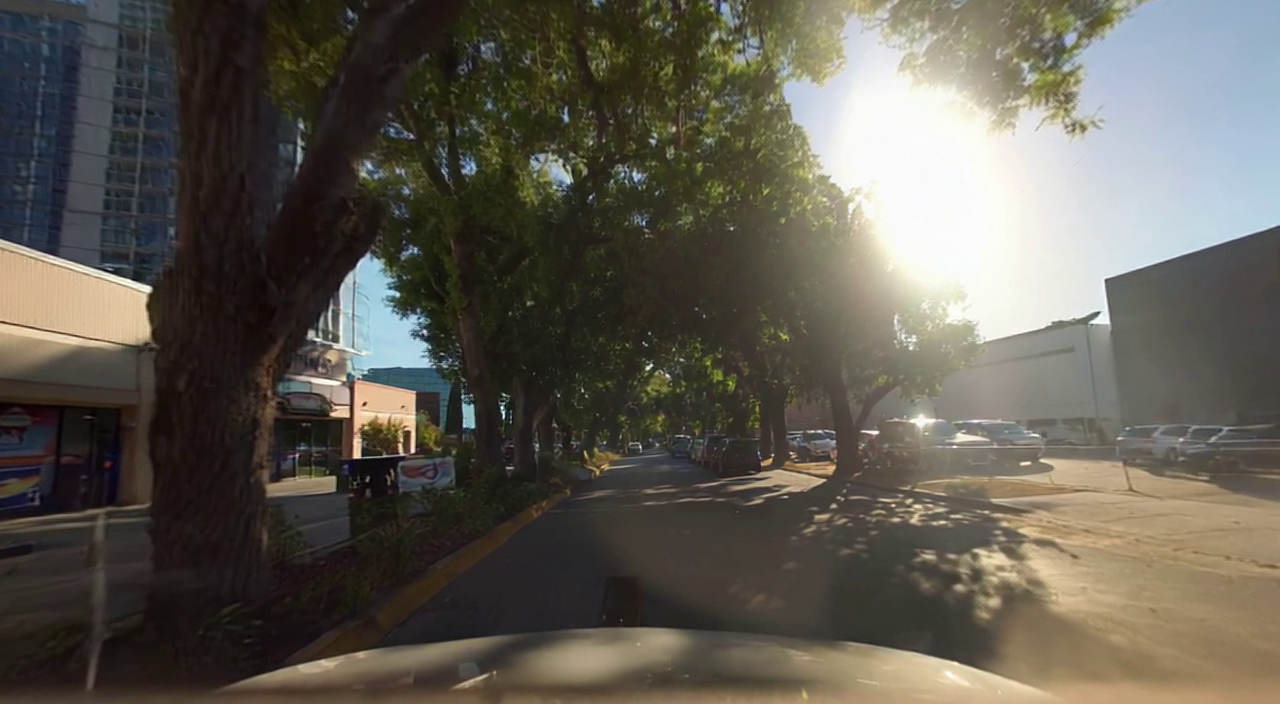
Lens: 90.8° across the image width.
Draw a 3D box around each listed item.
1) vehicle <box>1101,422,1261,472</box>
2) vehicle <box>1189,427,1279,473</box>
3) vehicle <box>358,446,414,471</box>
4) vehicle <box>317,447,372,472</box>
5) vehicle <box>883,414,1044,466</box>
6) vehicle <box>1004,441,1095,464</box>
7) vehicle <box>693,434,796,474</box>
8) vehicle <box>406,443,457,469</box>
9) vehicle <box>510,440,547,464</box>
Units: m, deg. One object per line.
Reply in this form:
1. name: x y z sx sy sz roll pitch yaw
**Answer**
1. vehicle: 25.516 4.491 29.941 5.596 2.168 2.307 2 -8 -4
2. vehicle: 26.356 4.114 26.545 4.591 1.808 2.016 0 -9 0
3. vehicle: -17.327 7.255 43.326 1.850 1.531 4.256 0 -8 3
4. vehicle: -20.329 7.377 43.676 1.880 1.617 3.870 0 -8 1
5. vehicle: 13.557 3.730 26.748 5.540 2.045 2.259 0 -8 -2
6. vehicle: 26.214 6.428 40.505 4.558 1.452 1.790 0 -8 -2
7. vehicle: 4.929 4.761 29.570 4.626 1.723 1.939 5 -10 -33
8. vehicle: -14.472 7.191 44.036 1.888 1.657 4.138 0 -8 4
9. vehicle: -7.994 7.232 45.731 1.993 1.640 4.457 0 -8 -1
